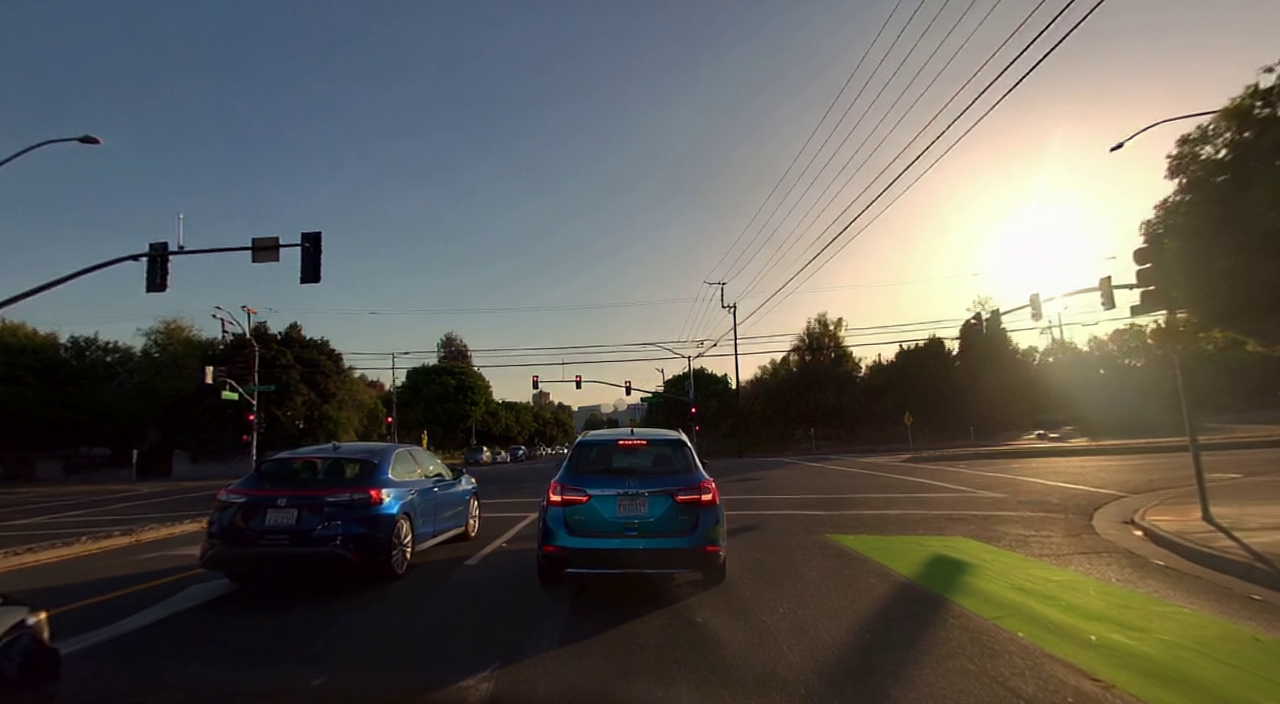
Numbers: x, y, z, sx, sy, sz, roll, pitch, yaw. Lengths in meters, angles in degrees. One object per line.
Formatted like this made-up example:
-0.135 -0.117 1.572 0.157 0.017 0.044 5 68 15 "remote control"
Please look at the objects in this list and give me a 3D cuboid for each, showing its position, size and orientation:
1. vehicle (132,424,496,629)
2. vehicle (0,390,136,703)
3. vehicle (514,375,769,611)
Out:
-2.903 1.632 6.740 1.726 1.506 3.840 0 -9 1 "vehicle"
-3.468 0.606 0.286 2.138 1.488 5.327 0 -8 0 "vehicle"
-0.021 1.562 7.751 2.036 1.885 5.196 0 -9 -1 "vehicle"
